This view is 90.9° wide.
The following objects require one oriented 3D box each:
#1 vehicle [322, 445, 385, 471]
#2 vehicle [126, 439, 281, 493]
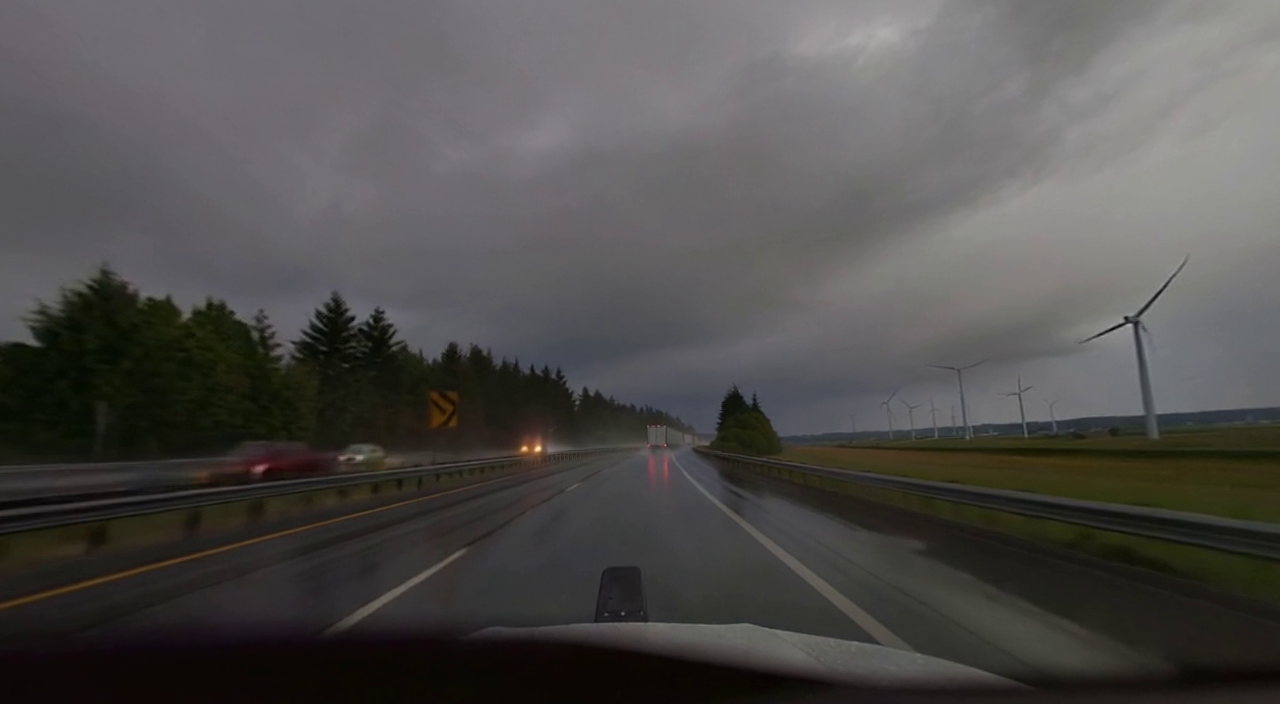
[{"bbox_3d":[-16.566,6.126,36.603,1.773,1.440,3.723,0,-9,2],"label":"vehicle"},{"bbox_3d":[-12.928,3.380,18.986,1.903,1.442,3.765,0,-9,1],"label":"vehicle"}]
